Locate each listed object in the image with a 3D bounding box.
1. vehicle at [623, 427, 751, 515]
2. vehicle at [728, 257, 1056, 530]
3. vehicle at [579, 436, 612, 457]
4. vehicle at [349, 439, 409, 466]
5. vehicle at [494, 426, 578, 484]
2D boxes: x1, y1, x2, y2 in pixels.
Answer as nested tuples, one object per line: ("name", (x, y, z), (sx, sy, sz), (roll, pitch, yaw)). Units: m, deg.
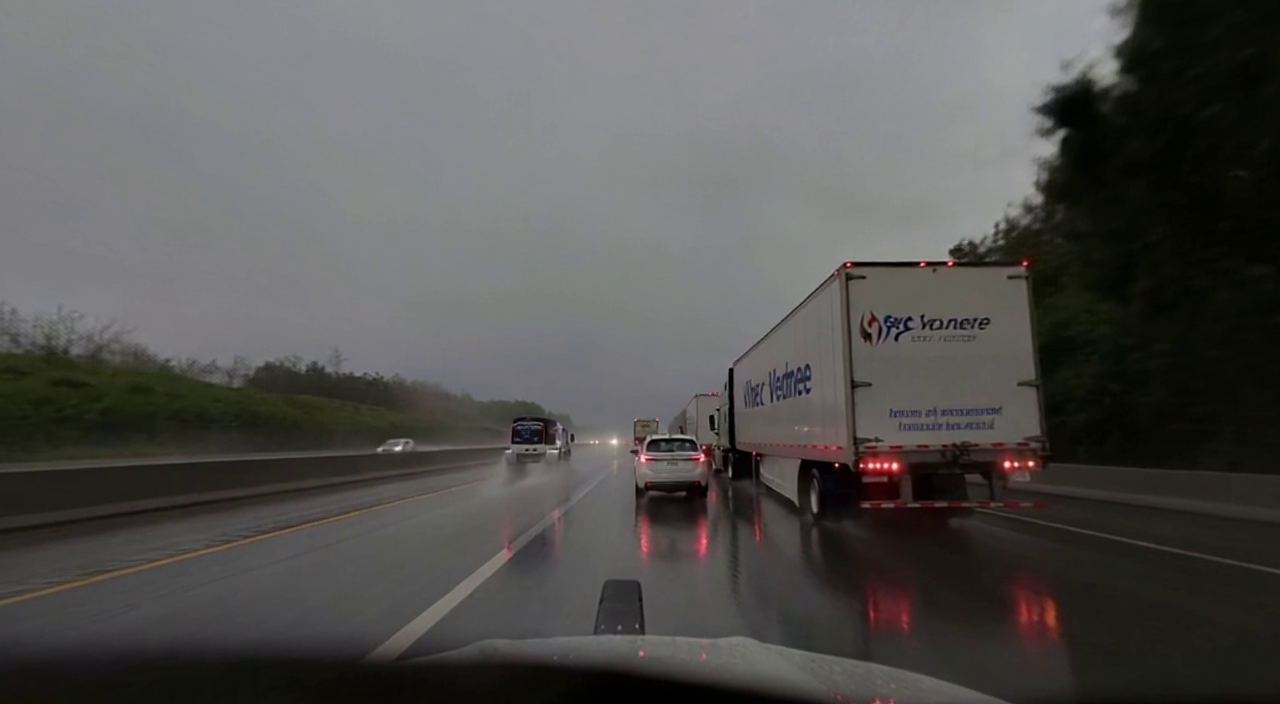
("vehicle", (0.810, 2.337, 13.037), (2.200, 1.495, 4.282), (0, -8, 0))
("vehicle", (4.701, 1.515, 16.585), (2.883, 4.070, 14.423), (0, -8, 1))
("vehicle", (-3.454, 7.459, 49.831), (2.181, 1.538, 4.169), (0, -8, 1))
("vehicle", (-14.951, 5.747, 36.315), (1.836, 1.429, 3.652), (0, -8, 1))
("vehicle", (-3.369, 3.425, 21.344), (2.006, 1.729, 4.447), (0, -8, 1))
